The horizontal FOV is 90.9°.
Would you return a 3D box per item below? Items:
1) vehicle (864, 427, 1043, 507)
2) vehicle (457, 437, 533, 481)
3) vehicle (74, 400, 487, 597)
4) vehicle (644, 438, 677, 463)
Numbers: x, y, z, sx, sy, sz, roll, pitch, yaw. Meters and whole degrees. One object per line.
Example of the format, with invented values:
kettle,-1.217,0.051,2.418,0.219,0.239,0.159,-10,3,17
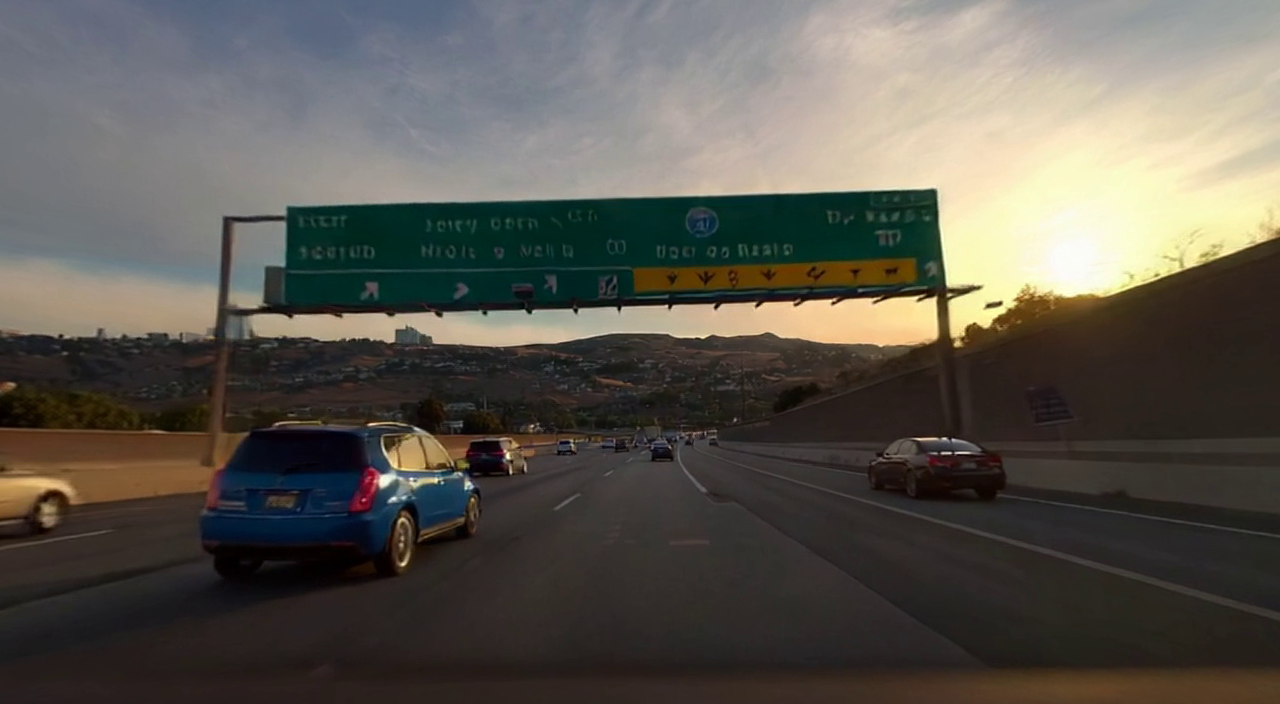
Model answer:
vehicle,7.387,2.753,15.528,2.122,1.646,4.491,0,-8,1
vehicle,-6.264,4.679,27.846,2.076,1.730,4.537,-1,-8,3
vehicle,-3.839,1.677,8.231,2.210,1.730,5.133,-1,-8,2
vehicle,1.654,7.688,49.210,2.172,1.824,5.031,-1,-8,6
